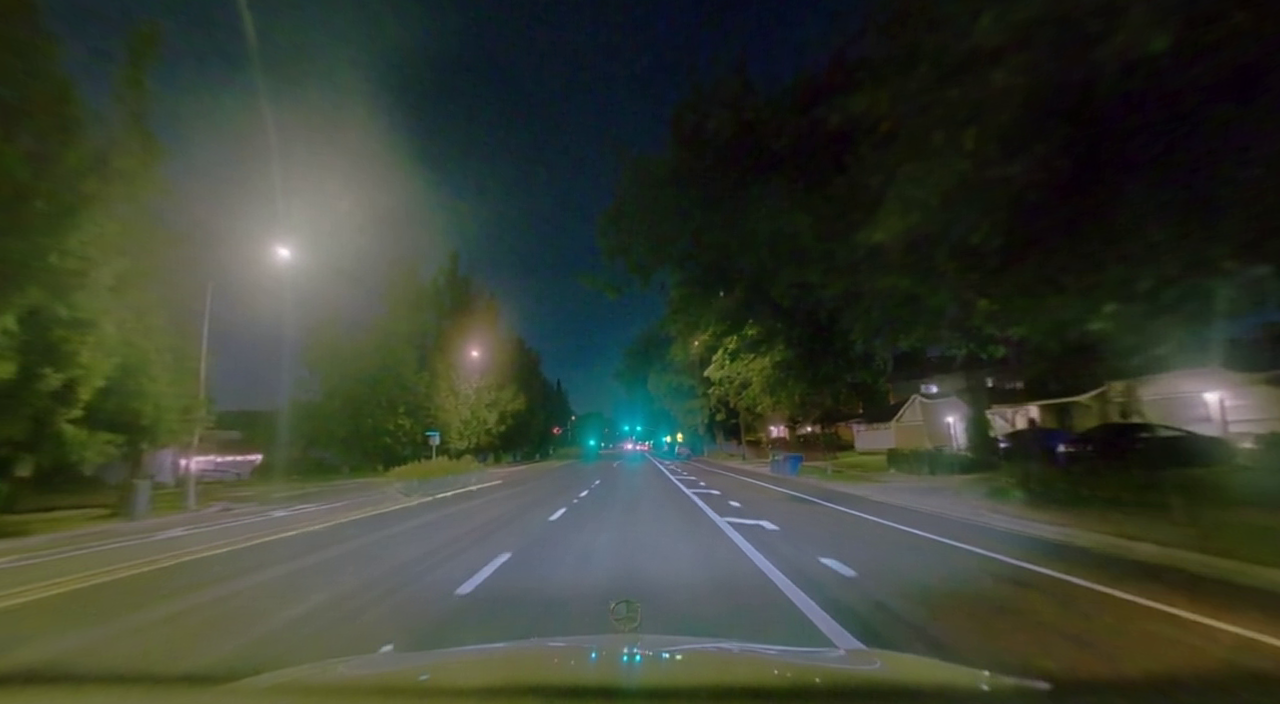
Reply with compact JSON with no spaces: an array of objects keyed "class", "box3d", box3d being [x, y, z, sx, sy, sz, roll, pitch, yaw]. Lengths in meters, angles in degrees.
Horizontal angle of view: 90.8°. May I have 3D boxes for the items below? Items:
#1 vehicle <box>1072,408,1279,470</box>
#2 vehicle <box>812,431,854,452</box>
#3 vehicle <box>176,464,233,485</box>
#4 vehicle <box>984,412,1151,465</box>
[{"class":"vehicle","box3d":[16.291,2.665,19.267,4.655,1.511,2.045,-3,-9,-1]},{"class":"vehicle","box3d":[15.092,7.077,49.664,1.908,1.610,4.582,-1,-9,2]},{"class":"vehicle","box3d":[-34.050,9.593,49.546,1.774,1.430,4.131,0,-9,-4]},{"class":"vehicle","box3d":[16.299,3.328,24.278,4.843,1.594,2.127,-4,-9,-3]}]
